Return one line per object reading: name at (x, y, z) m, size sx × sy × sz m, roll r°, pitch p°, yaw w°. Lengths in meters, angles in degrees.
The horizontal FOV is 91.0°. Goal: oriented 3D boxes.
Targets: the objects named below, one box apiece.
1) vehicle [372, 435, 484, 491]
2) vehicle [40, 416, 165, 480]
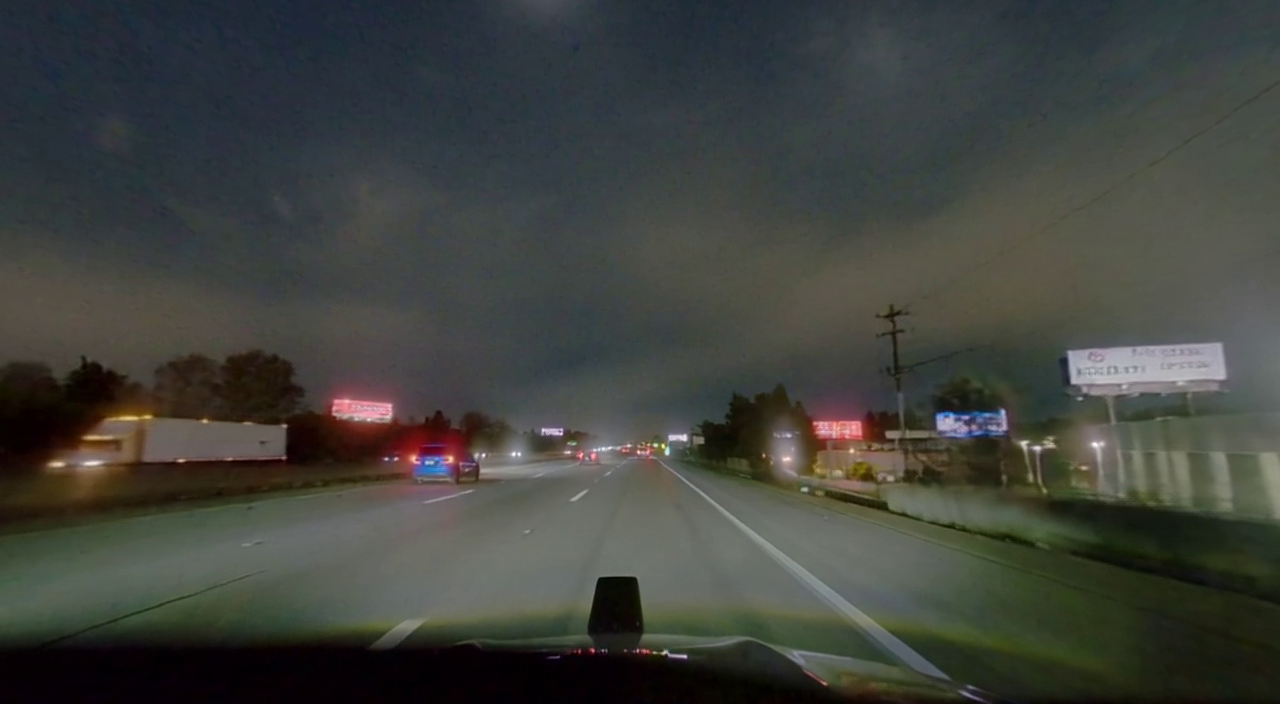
vehicle at (-7.036, 3.731, 21.527) m, size 2.055 × 1.683 × 4.804 m, roll 0°, pitch -9°, yaw 1°
vehicle at (-36.266, 6.531, 42.835) m, size 2.964 × 4.002 × 5.934 m, roll 0°, pitch -9°, yaw 0°
